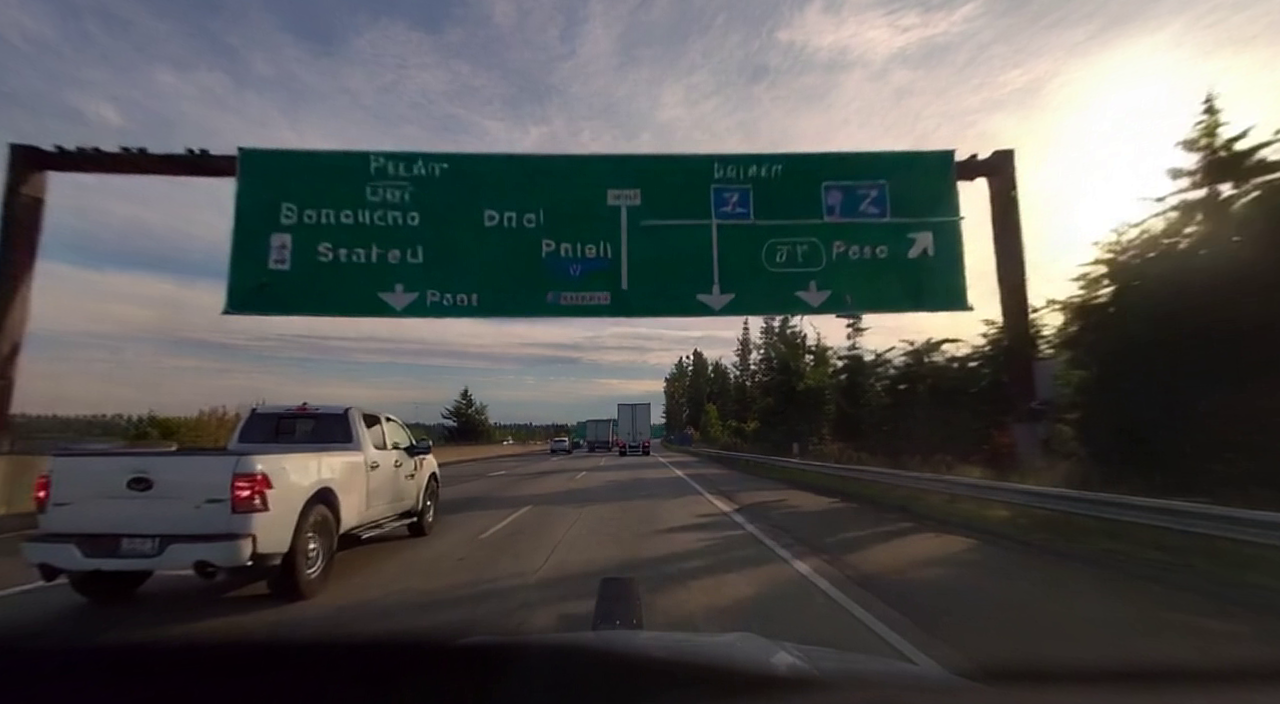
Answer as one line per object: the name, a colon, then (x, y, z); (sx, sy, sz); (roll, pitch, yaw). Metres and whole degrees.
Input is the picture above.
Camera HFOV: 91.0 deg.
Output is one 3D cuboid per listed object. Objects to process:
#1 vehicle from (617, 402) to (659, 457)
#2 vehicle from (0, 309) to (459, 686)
vehicle: (-0.290, 6.210, 49.922); (2.939, 3.886, 10.374); (0, -8, -2)
vehicle: (-3.507, 1.098, 5.864); (2.223, 2.045, 4.798); (0, -8, -1)
